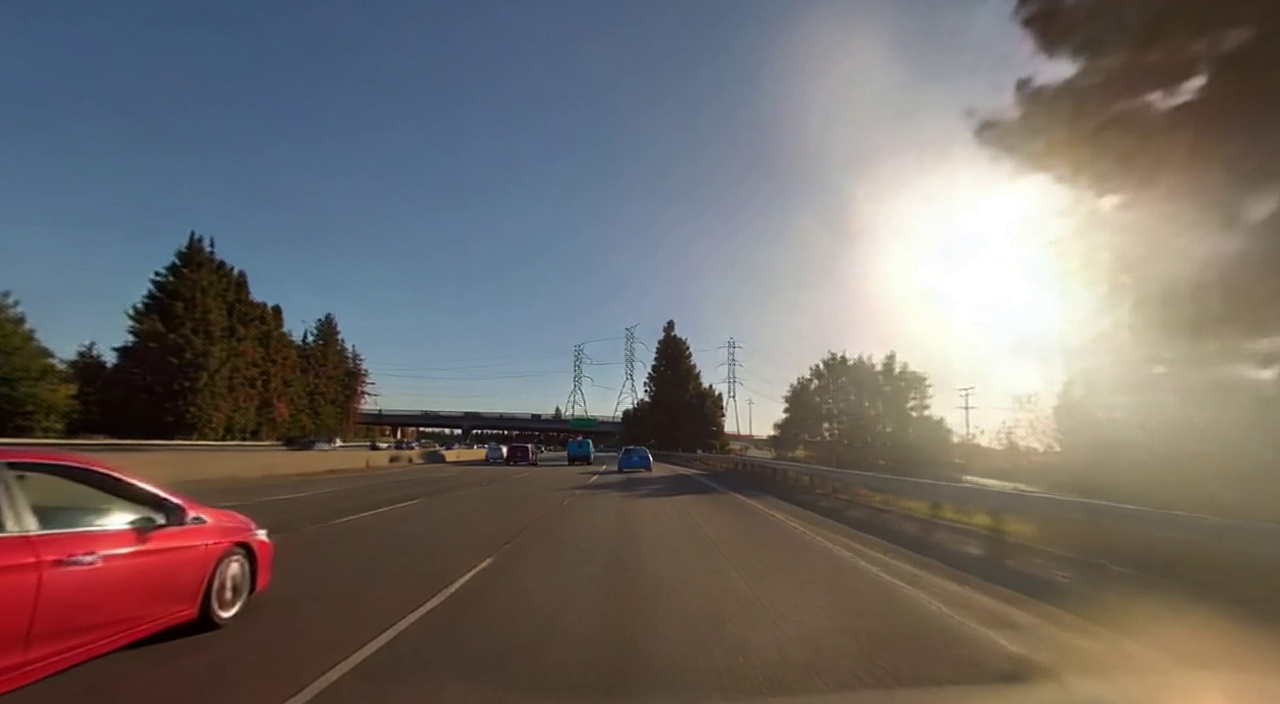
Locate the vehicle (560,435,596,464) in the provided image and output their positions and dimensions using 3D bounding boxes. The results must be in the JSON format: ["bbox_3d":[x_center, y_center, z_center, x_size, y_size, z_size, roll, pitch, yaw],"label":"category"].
[{"bbox_3d":[-4.013,6.381,41.146,2.174,1.806,3.932,1,-9,-3],"label":"vehicle"}]

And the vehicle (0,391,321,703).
[{"bbox_3d":[-3.733,0.954,2.909,2.035,1.514,4.600,1,-9,1],"label":"vehicle"}]

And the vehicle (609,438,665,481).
[{"bbox_3d":[-0.141,4.092,24.166,1.954,1.460,3.983,1,-9,-1],"label":"vehicle"}]
